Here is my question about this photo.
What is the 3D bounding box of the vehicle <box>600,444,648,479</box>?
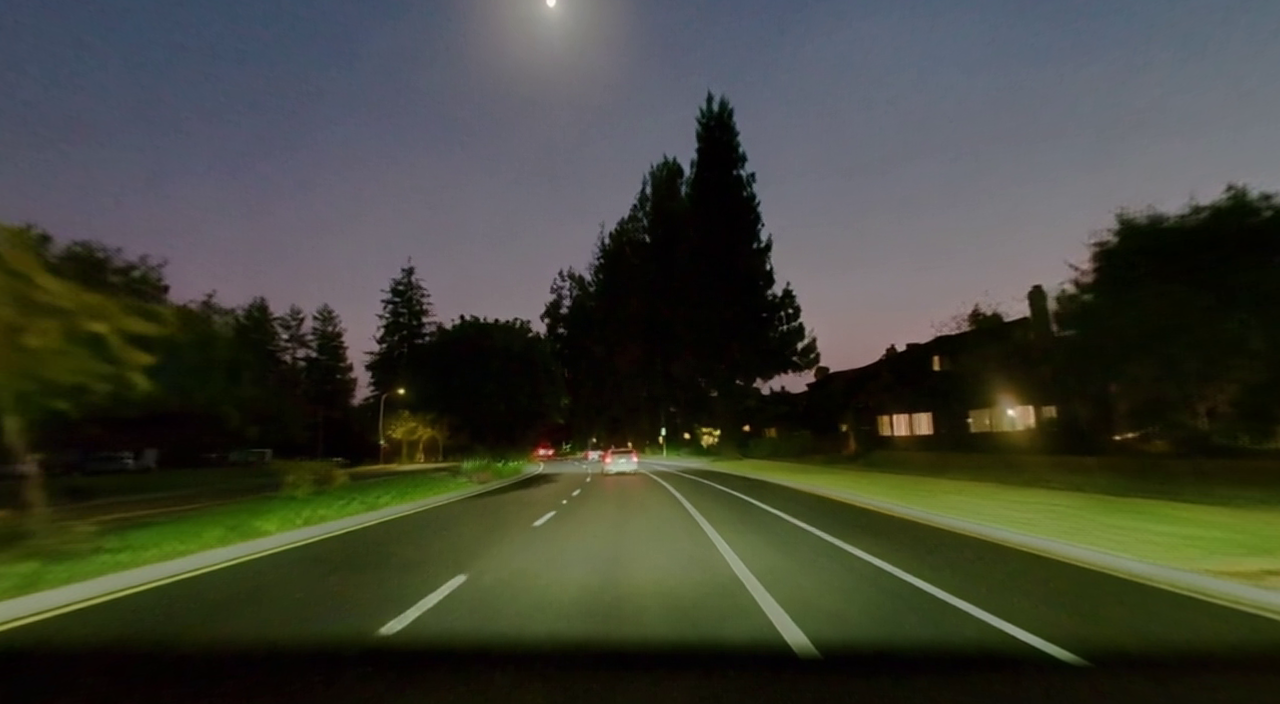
[{"bbox_3d":[-0.778,4.893,28.565,2.009,1.456,4.003,0,-8,-4],"label":"vehicle"}]
